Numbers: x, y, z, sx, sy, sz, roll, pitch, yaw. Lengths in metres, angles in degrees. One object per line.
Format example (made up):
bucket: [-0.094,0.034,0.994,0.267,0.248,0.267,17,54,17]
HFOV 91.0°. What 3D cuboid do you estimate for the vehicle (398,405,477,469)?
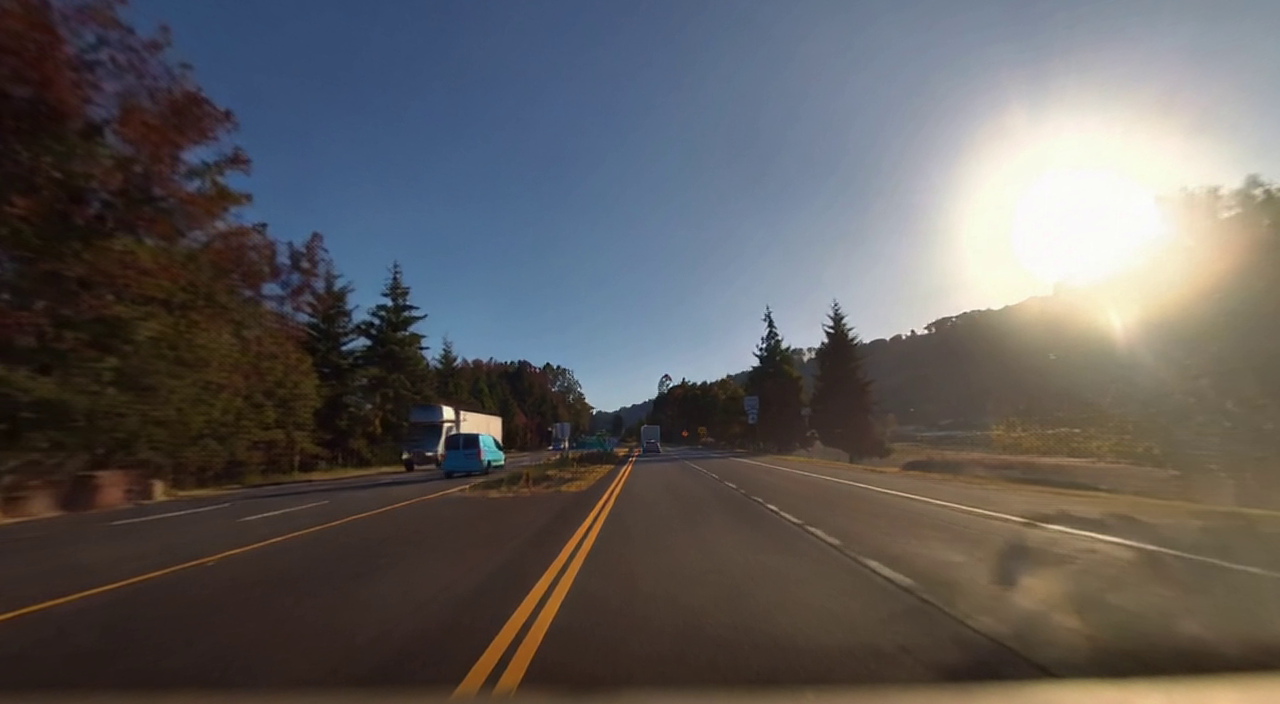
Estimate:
vehicle: [-13.928,5.937,43.862,3.090,4.025,6.471,1,-8,1]

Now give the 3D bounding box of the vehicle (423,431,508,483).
vehicle: [-6.925,4.210,25.506,2.068,1.897,4.372,-1,-8,2]
